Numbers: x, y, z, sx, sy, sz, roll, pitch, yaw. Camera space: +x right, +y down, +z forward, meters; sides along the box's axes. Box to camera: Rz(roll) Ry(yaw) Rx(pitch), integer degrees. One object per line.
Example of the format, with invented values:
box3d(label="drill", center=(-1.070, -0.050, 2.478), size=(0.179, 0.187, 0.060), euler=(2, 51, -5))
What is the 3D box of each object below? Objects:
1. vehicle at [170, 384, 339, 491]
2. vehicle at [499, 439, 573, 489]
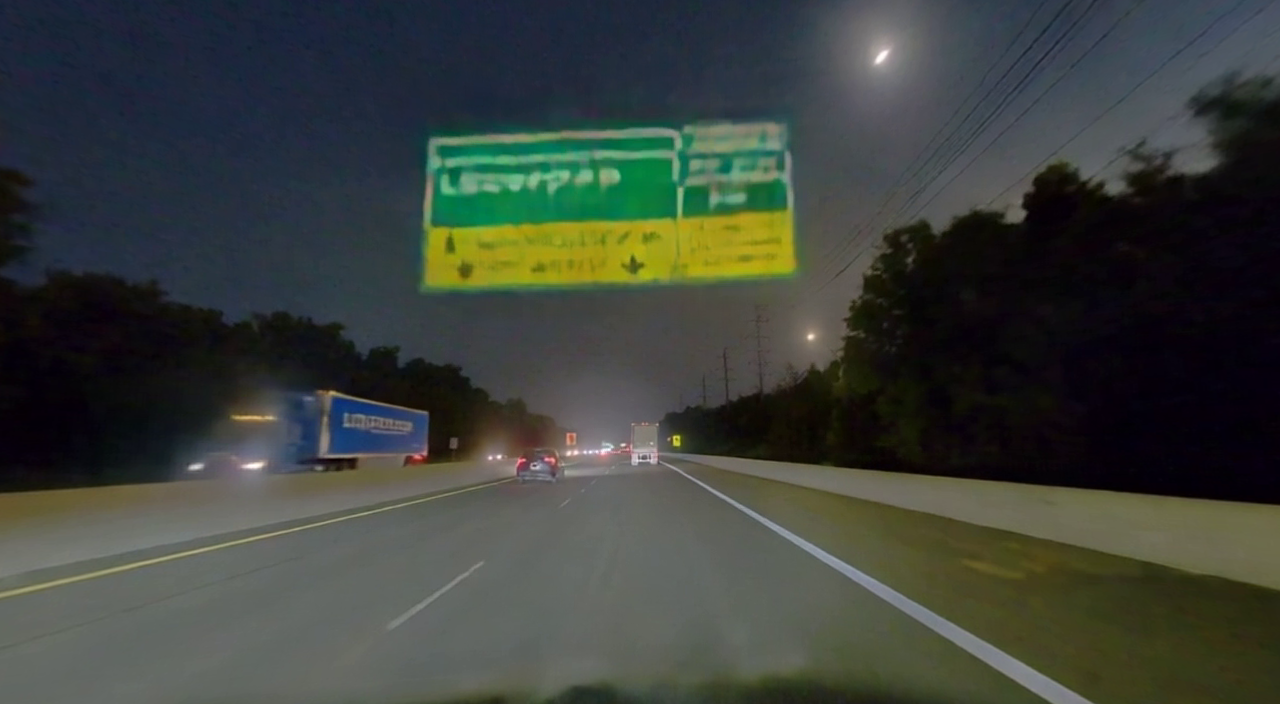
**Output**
box3d(label="vehicle", center=(-16.594, 3.785, 27.800), size=(3.536, 4.173, 5.865), euler=(0, -9, 0))
box3d(label="vehicle", center=(-3.894, 4.245, 24.256), size=(2.111, 1.735, 4.066), euler=(0, -9, 0))
